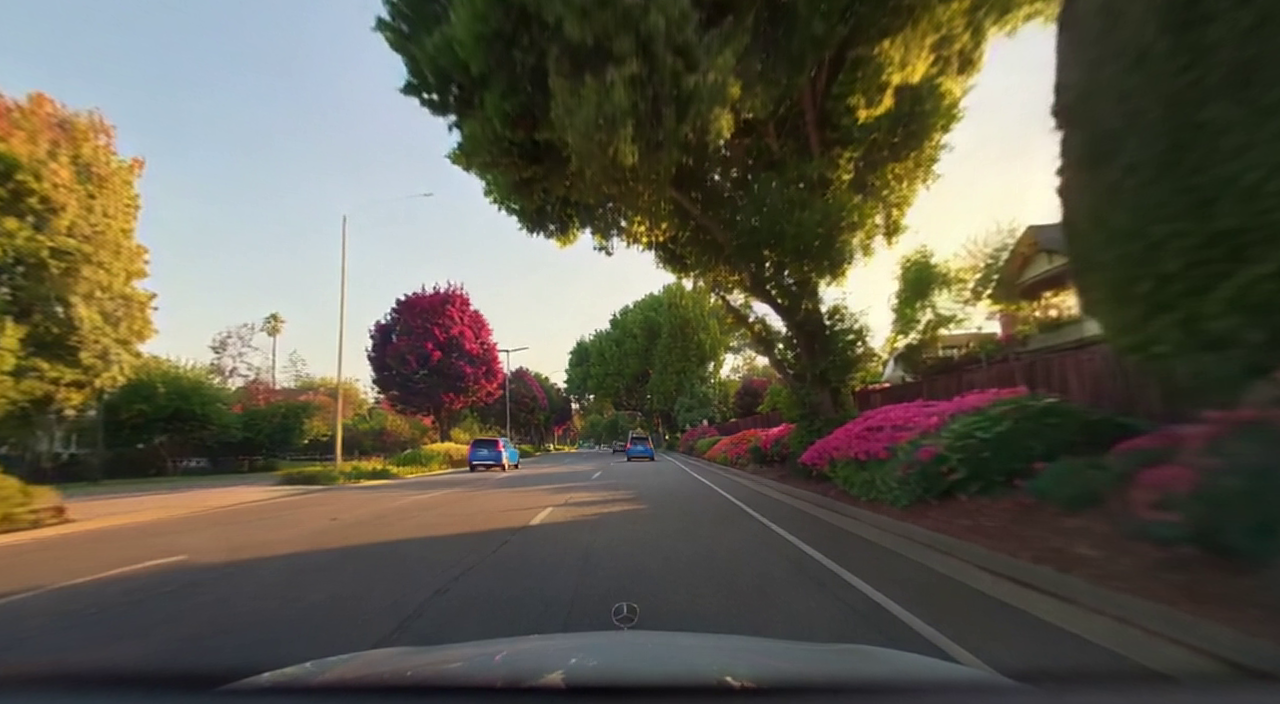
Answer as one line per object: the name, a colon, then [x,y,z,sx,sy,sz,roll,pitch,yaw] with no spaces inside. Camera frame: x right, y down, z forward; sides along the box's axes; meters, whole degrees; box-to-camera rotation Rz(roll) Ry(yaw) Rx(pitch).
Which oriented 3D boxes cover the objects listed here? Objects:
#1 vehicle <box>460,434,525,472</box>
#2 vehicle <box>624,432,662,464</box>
vehicle: [-6.971,4.815,30.386,1.993,1.657,4.487,-1,-8,1]
vehicle: [0.203,5.616,37.056,2.070,1.764,4.552,-1,-8,1]
